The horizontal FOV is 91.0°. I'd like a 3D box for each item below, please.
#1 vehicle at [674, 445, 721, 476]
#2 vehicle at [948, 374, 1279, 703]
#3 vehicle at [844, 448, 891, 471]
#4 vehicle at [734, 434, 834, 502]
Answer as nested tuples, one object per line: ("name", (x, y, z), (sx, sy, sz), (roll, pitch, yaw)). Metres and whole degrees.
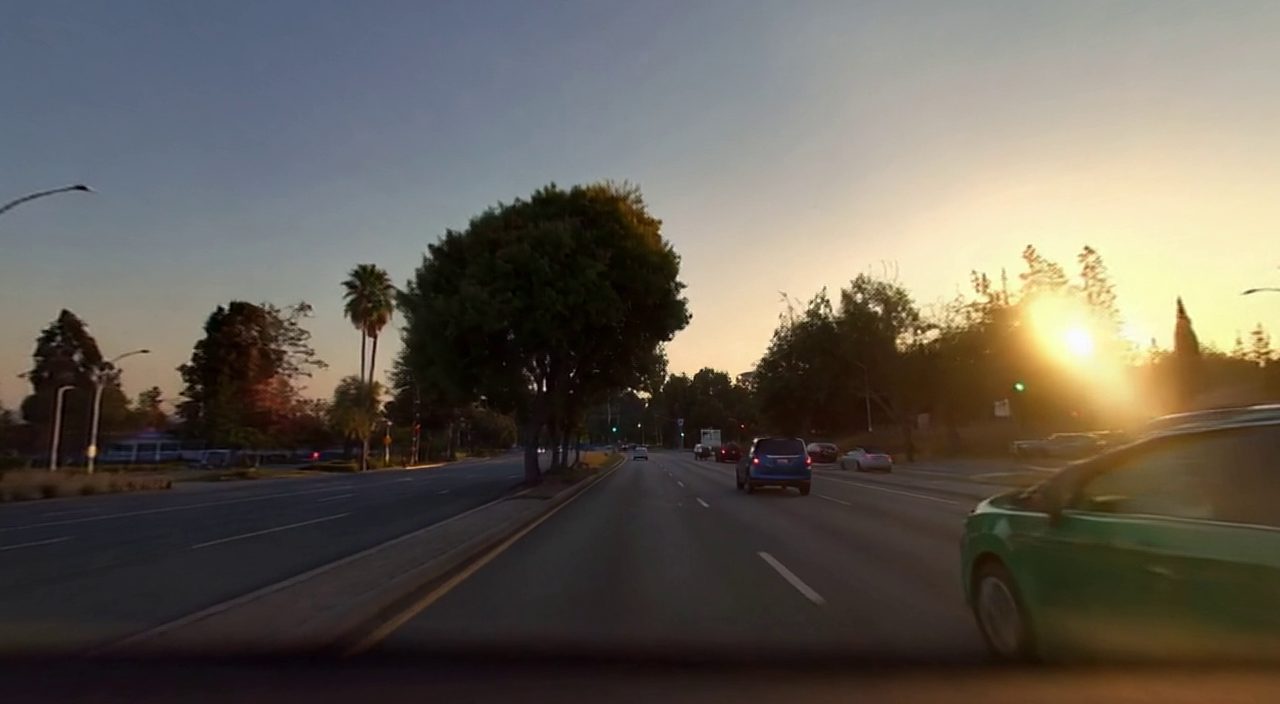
("vehicle", (2.918, 5.586, 32.808), (1.980, 1.484, 4.093), (0, -8, -1))
("vehicle", (3.189, 0.823, 1.929), (1.932, 1.547, 4.992), (0, -8, 0))
("vehicle", (15.936, 7.535, 44.272), (1.815, 1.493, 4.135), (0, -8, 1))
("vehicle", (3.944, 3.229, 17.972), (2.075, 1.698, 4.142), (0, -8, 3))
